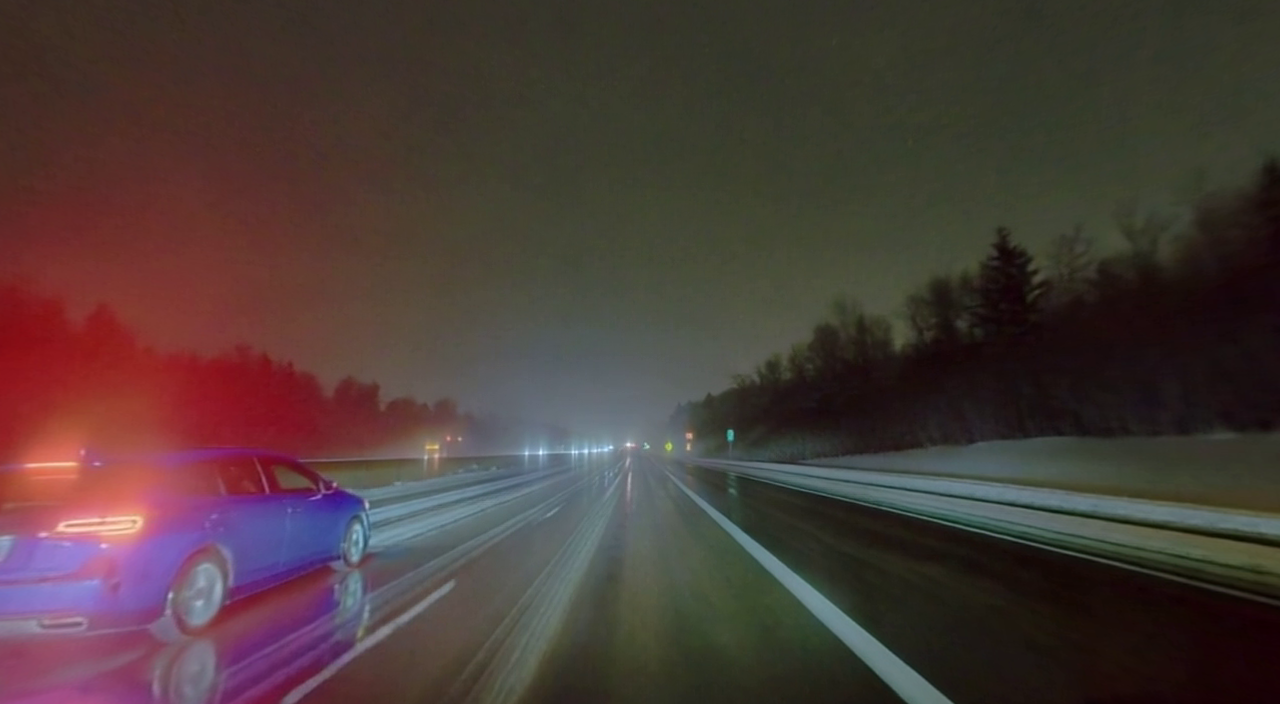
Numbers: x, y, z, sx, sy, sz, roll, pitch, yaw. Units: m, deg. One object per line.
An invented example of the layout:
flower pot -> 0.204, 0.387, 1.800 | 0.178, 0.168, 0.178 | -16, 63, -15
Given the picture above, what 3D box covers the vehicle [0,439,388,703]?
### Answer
vehicle -> -3.926, 1.516, 5.352 | 1.935, 1.479, 3.787 | 0, -9, 1
